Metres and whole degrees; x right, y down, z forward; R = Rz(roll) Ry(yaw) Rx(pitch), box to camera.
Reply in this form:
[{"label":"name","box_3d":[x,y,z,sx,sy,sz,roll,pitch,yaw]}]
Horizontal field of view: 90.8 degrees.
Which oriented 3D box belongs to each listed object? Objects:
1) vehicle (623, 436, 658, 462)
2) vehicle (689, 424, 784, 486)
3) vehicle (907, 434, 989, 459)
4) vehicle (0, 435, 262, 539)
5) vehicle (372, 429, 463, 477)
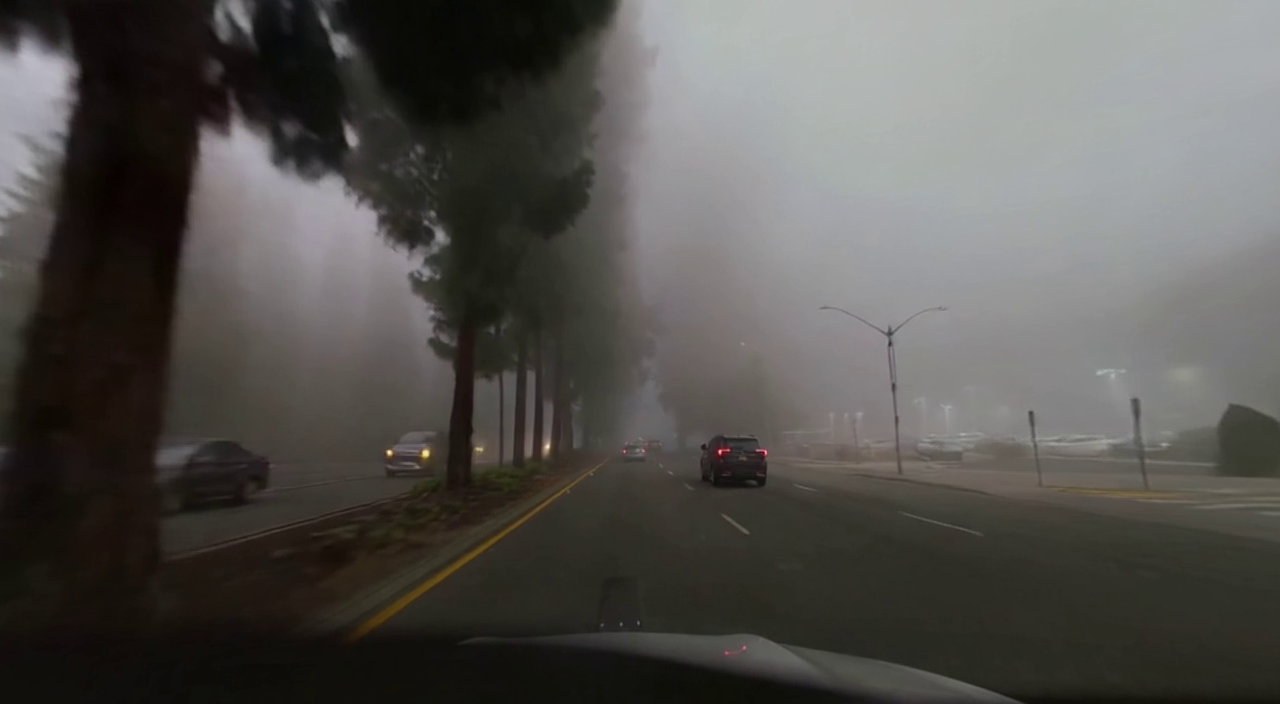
[{"label":"vehicle","box_3d":[0.010,6.236,40.622,2.145,1.572,4.021,0,-9,-1]},{"label":"vehicle","box_3d":[3.051,3.410,21.144,2.235,1.806,4.818,0,-9,-2]},{"label":"vehicle","box_3d":[20.595,6.340,42.369,4.475,1.592,1.841,0,-9,-1]},{"label":"vehicle","box_3d":[-9.011,2.249,11.183,1.938,1.464,4.340,0,-9,0]},{"label":"vehicle","box_3d":[-9.429,4.345,27.316,2.165,1.863,4.880,0,-9,0]}]
